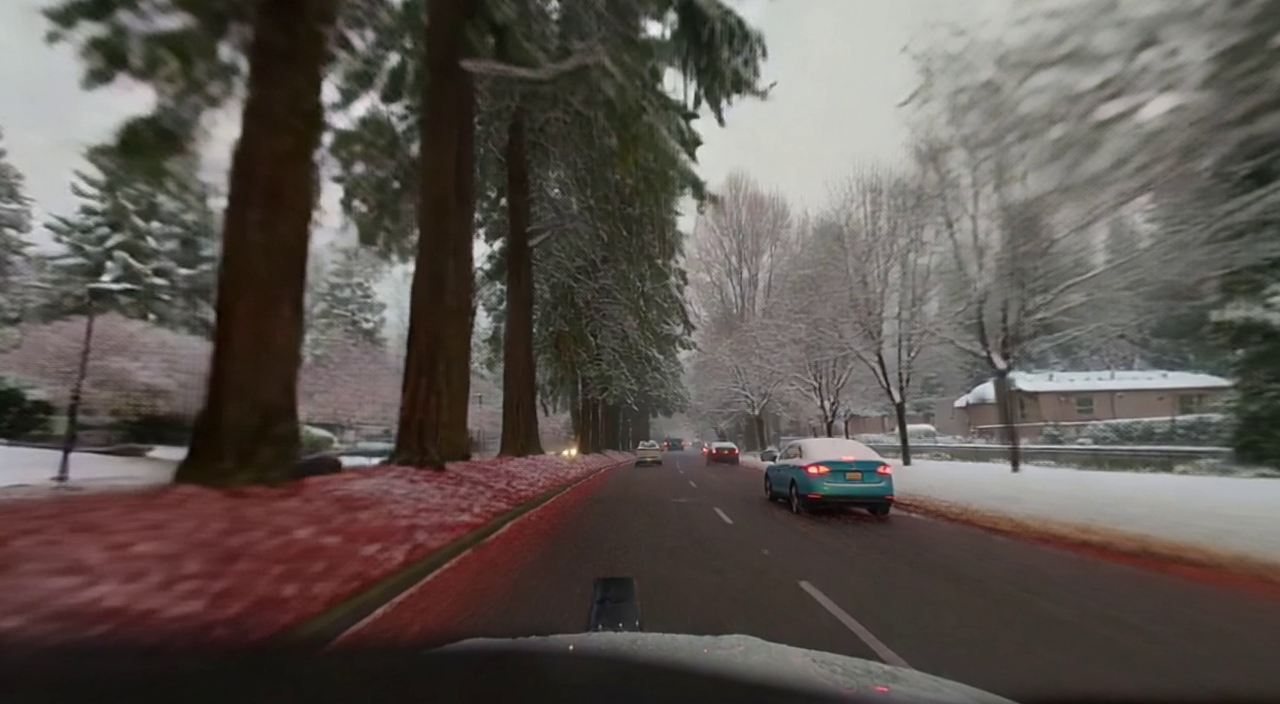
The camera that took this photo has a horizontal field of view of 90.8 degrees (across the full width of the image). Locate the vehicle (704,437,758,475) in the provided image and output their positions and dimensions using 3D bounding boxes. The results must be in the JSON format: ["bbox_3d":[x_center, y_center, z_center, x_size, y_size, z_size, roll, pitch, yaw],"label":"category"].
[{"bbox_3d":[4.271,4.957,30.347,2.074,1.652,4.340,0,-8,2],"label":"vehicle"}]

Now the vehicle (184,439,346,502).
[{"bbox_3d":[-11.106,3.520,19.207,2.067,1.657,4.510,0,-8,1],"label":"vehicle"}]

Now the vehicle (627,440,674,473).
[{"bbox_3d":[0.566,4.987,30.322,2.082,1.473,4.028,0,-8,2],"label":"vehicle"}]

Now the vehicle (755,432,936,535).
[{"bbox_3d":[3.499,2.300,11.704,1.985,1.529,4.147,0,-8,1],"label":"vehicle"}]
